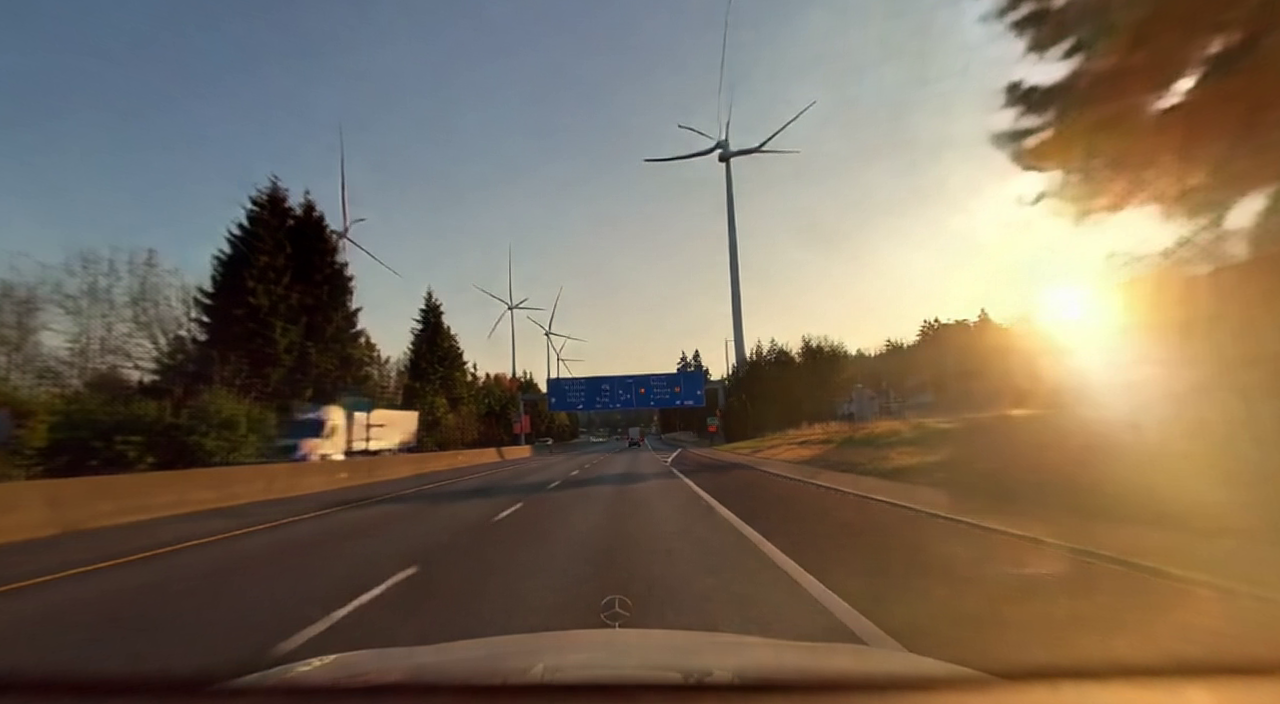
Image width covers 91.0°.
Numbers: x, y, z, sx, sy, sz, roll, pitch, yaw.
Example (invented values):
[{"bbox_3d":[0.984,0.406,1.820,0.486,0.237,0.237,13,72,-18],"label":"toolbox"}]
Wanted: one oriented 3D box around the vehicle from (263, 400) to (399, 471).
[{"bbox_3d":[-17.247,4.853,36.177,2.971,3.525,9.305,0,-8,0],"label":"vehicle"}]
